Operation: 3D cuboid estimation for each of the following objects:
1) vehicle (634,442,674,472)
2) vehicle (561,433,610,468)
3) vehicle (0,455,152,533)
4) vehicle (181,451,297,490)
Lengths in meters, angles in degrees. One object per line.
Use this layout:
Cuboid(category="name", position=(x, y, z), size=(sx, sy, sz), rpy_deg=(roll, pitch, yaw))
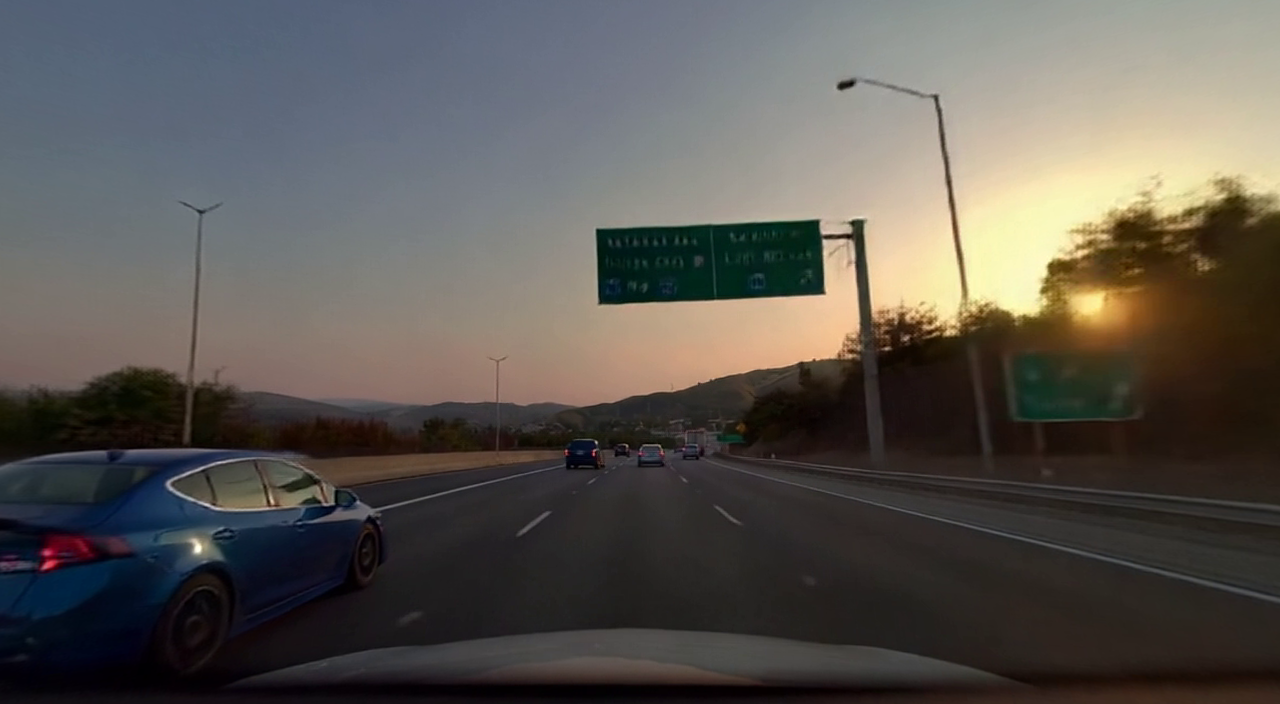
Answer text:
Cuboid(category="vehicle", position=(0.772, 5.767, 34.892), size=(2.086, 1.548, 4.325), rpy_deg=(0, -9, 1))
Cuboid(category="vehicle", position=(-3.052, 5.714, 36.540), size=(2.264, 1.901, 4.647), rpy_deg=(0, -9, 2))
Cuboid(category="vehicle", position=(-13.717, 3.083, 14.049), size=(1.911, 1.499, 4.586), rpy_deg=(0, -9, 1))
Cuboid(category="vehicle", position=(-17.702, 5.218, 28.161), size=(1.950, 1.538, 4.798), rpy_deg=(0, -9, 1))
